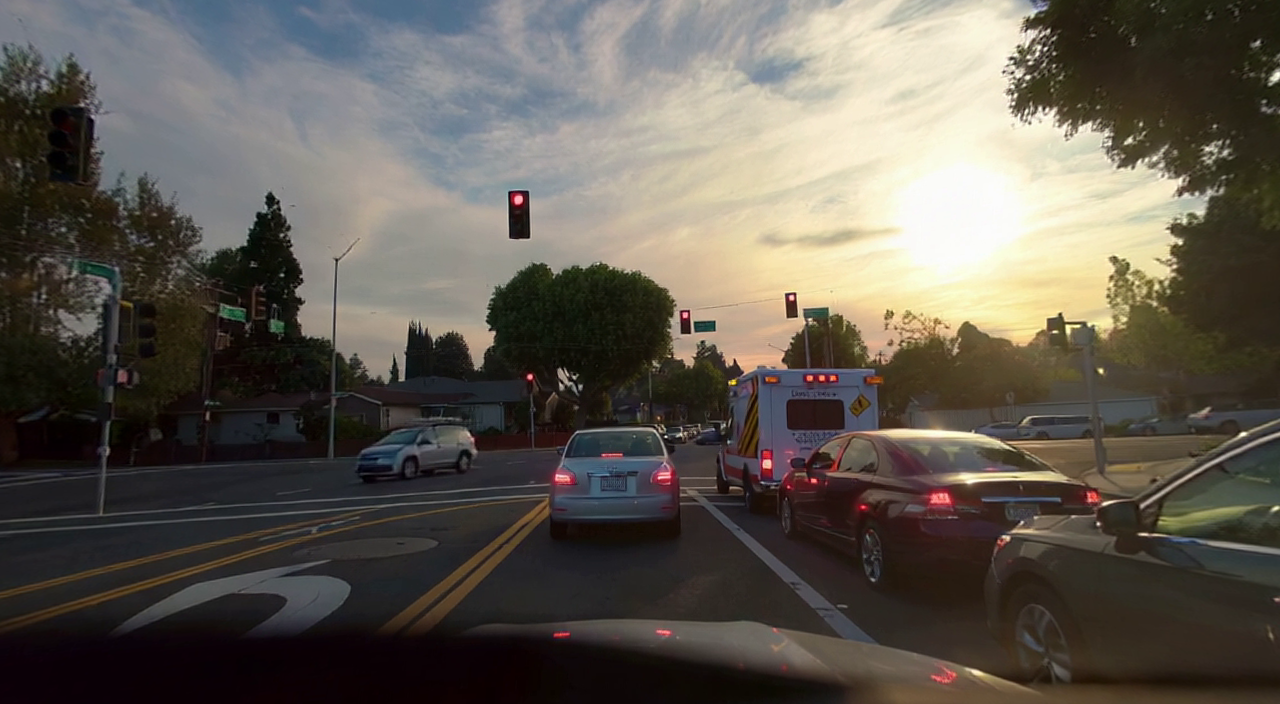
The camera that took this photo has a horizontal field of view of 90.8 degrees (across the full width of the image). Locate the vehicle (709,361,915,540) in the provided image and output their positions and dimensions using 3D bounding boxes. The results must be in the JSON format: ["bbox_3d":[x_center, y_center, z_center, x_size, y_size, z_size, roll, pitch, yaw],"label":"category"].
[{"bbox_3d":[2.891,1.879,12.372,2.406,2.687,5.521,0,-8,0],"label":"vehicle"}]

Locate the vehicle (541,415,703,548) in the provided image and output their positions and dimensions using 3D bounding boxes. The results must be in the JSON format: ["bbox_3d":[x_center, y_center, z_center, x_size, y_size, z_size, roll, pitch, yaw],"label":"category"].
[{"bbox_3d":[-0.271,1.970,10.182,2.114,1.707,3.725,0,-8,-1],"label":"vehicle"}]

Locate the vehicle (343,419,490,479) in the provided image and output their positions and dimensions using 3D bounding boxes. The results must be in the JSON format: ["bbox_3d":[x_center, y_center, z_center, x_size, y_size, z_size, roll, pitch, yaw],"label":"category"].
[{"bbox_3d":[-8.374,3.731,24.493,2.349,1.988,5.813,-3,-9,16],"label":"vehicle"}]

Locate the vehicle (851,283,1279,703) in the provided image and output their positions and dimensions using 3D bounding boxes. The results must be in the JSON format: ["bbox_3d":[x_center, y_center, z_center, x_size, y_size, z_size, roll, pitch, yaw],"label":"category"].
[{"bbox_3d":[2.851,0.892,2.847,2.194,1.820,4.652,0,-8,0],"label":"vehicle"}]
